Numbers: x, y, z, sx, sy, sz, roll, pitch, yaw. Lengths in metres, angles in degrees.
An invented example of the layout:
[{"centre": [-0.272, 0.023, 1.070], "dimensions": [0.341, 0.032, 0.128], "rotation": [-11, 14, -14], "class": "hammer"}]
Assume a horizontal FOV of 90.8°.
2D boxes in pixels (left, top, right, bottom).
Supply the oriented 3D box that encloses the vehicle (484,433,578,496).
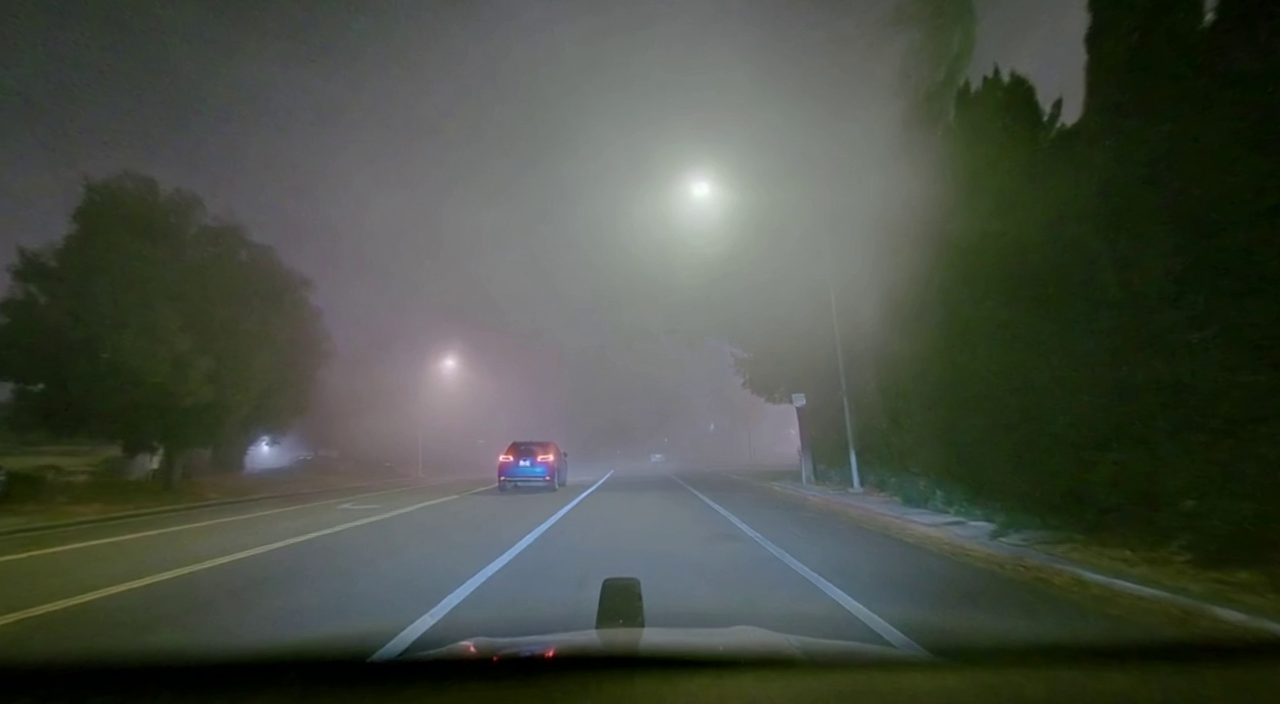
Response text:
[{"centre": [-3.332, 3.538, 20.242], "dimensions": [2.175, 1.772, 4.442], "rotation": [0, -8, 0], "class": "vehicle"}]
